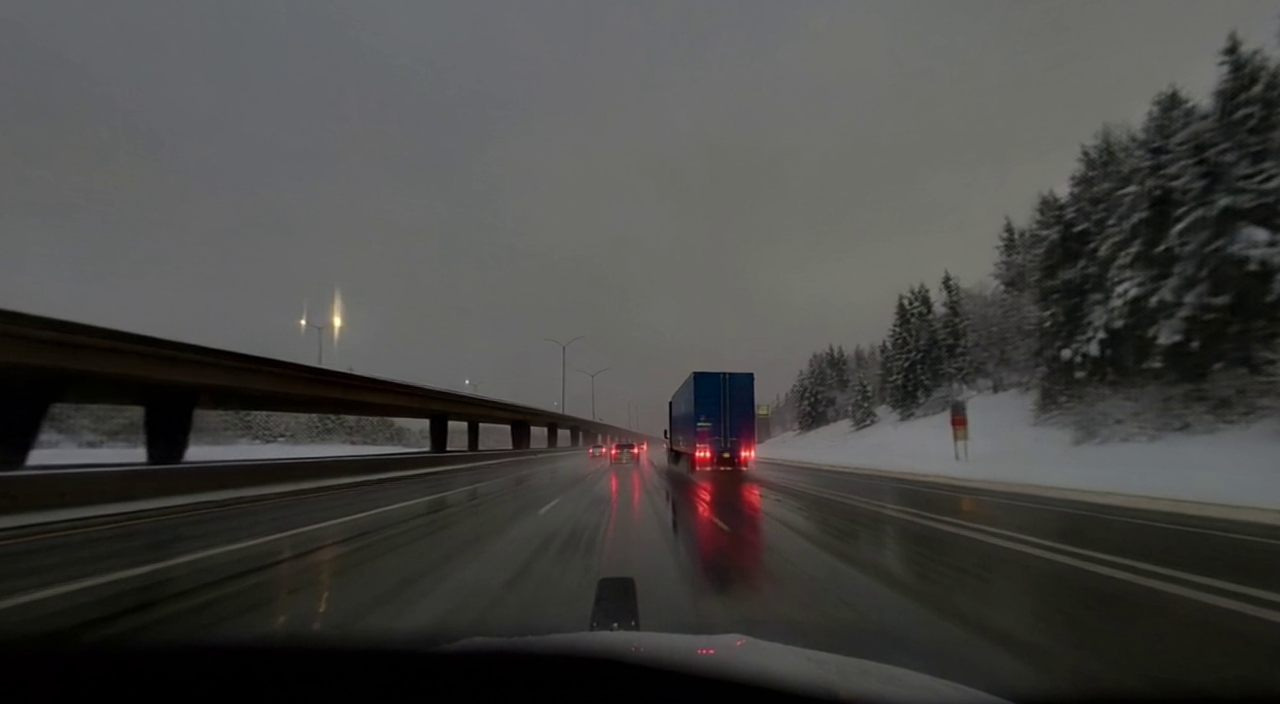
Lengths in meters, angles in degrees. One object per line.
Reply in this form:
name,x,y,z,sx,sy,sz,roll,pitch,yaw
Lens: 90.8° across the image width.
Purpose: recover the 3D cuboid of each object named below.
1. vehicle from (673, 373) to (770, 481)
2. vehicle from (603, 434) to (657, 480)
vehicle,3.306,3.546,28.766,2.964,4.063,10.072,0,-9,-1
vehicle,-0.375,4.377,26.544,2.077,1.716,4.514,0,-9,0
